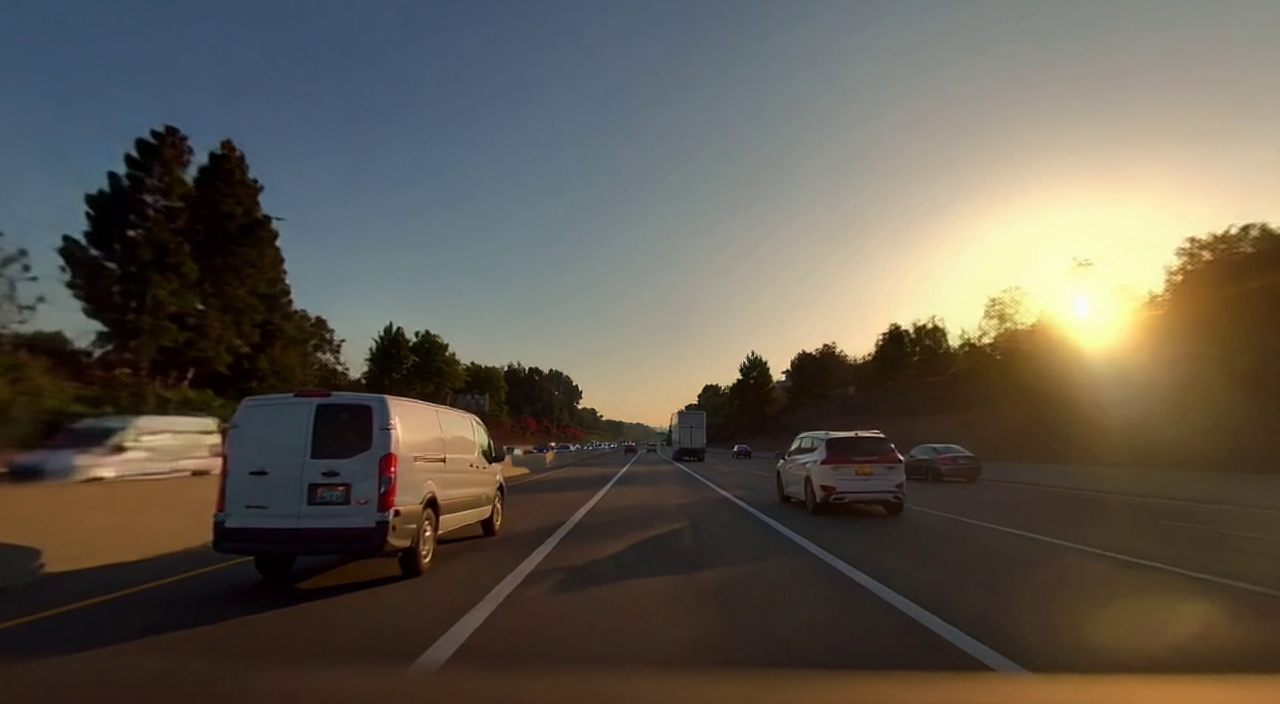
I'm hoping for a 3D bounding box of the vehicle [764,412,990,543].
[{"bbox_3d":[3.866,2.146,11.440,2.209,1.862,4.717,0,-8,0],"label":"vehicle"}]

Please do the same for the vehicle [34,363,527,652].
[{"bbox_3d":[-2.899,1.423,6.969,2.159,1.922,5.345,0,-8,2],"label":"vehicle"}]
